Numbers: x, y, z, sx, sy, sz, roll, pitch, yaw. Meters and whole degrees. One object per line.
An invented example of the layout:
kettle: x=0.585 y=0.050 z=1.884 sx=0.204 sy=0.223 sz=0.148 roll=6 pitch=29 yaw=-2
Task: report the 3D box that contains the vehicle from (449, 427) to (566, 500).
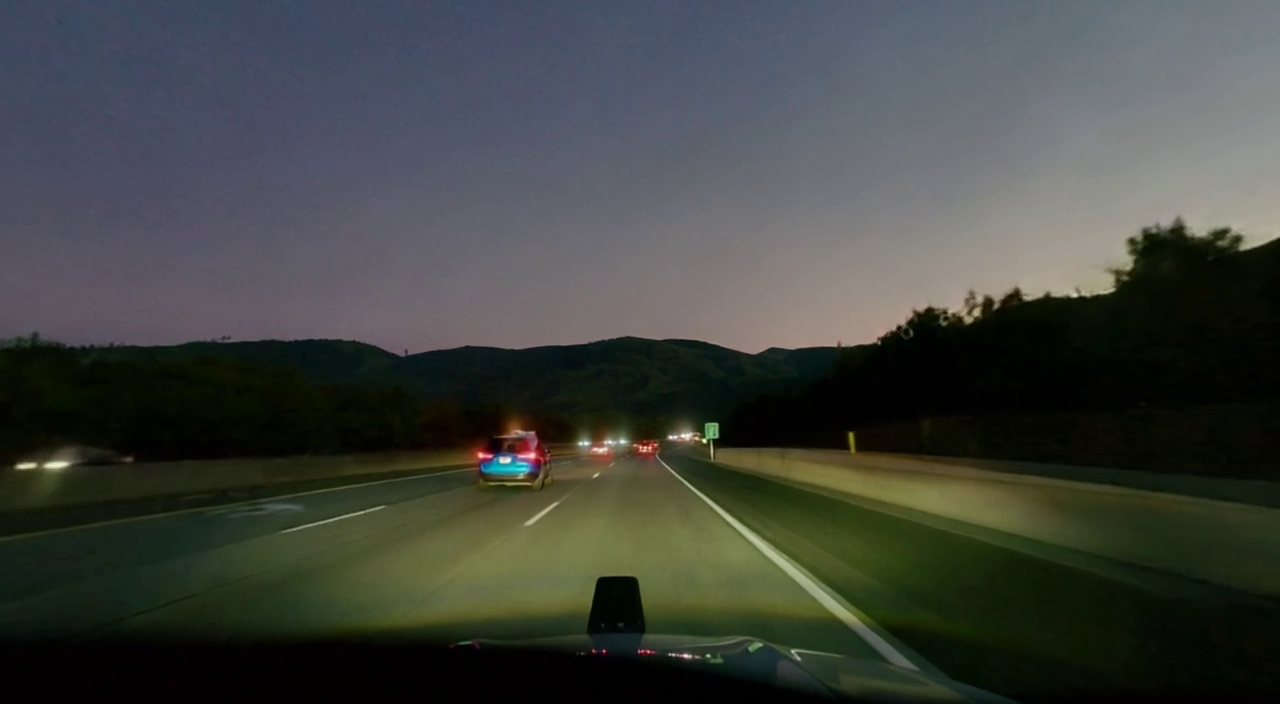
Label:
vehicle: x=-3.426 y=2.978 z=17.290 sx=2.138 sy=1.718 sz=4.415 roll=0 pitch=-8 yaw=1
